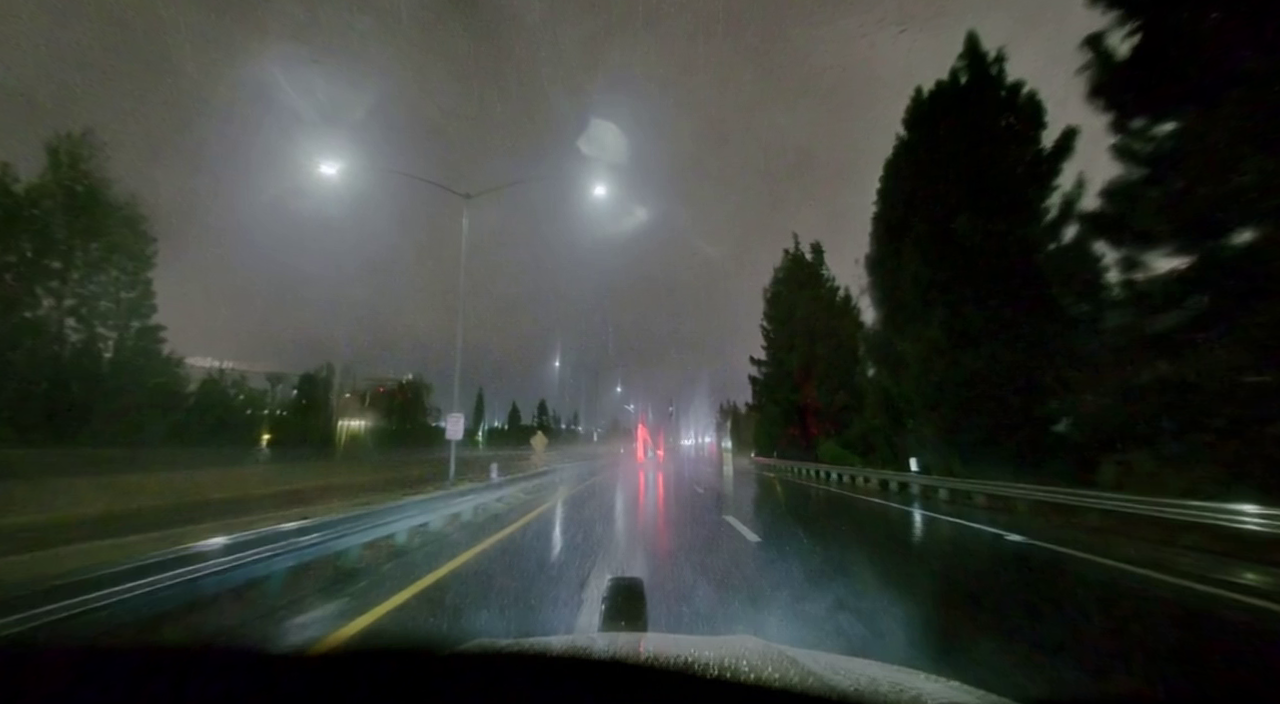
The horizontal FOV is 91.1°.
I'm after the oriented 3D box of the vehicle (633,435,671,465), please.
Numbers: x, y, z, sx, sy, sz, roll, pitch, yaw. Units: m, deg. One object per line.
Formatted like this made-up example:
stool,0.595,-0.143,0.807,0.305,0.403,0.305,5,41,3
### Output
vehicle,0.981,7.345,47.046,2.546,2.126,5.153,-1,-9,4
